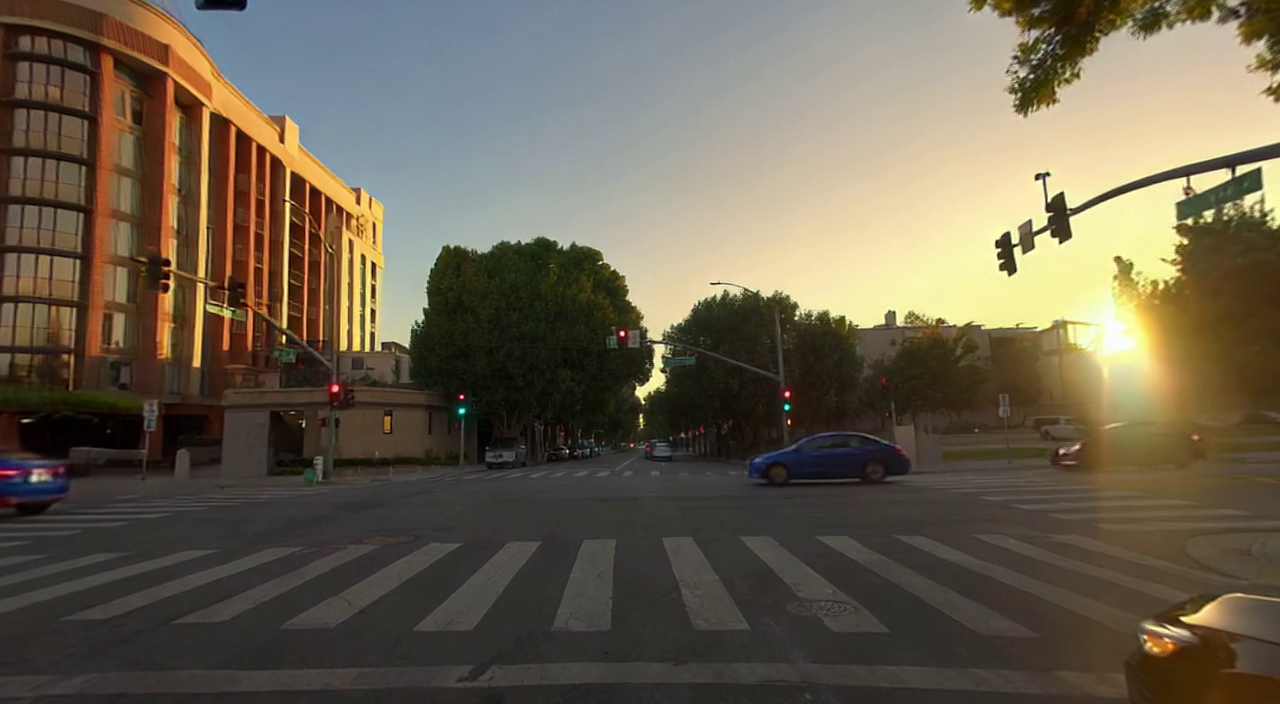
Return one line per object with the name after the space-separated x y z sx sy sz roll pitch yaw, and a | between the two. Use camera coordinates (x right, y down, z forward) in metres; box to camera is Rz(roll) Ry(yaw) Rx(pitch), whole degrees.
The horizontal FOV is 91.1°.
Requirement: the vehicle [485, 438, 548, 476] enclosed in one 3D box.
-5.963 5.102 30.778 2.115 1.690 4.322 0 -8 1 | vehicle

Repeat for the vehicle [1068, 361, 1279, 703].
2.885 0.664 0.831 1.947 1.576 3.825 0 -8 1 | vehicle

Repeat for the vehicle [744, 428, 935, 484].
5.364 2.857 17.372 4.613 1.443 1.883 0 -8 0 | vehicle

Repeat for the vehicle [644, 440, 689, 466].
1.541 6.090 38.166 2.031 1.442 4.446 1 -8 -7 | vehicle
